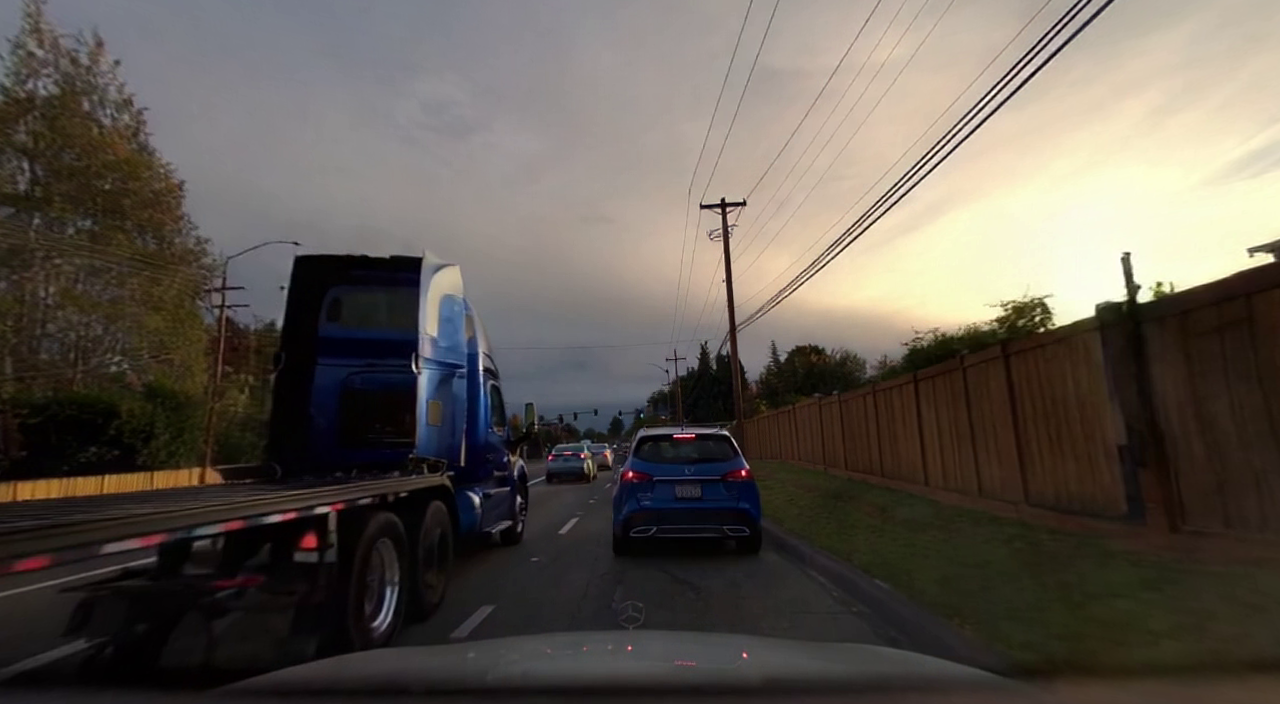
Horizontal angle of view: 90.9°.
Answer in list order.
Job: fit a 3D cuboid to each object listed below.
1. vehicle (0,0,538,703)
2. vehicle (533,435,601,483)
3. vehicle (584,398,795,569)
[{"bbox_3d":[-3.130,0.366,5.067,2.928,3.658,8.980,0,-9,1],"label":"vehicle"},{"bbox_3d":[-2.707,4.092,24.347,2.037,1.639,4.213,0,-9,2],"label":"vehicle"},{"bbox_3d":[0.483,1.670,8.658,2.174,1.749,4.113,0,-9,-1],"label":"vehicle"}]
